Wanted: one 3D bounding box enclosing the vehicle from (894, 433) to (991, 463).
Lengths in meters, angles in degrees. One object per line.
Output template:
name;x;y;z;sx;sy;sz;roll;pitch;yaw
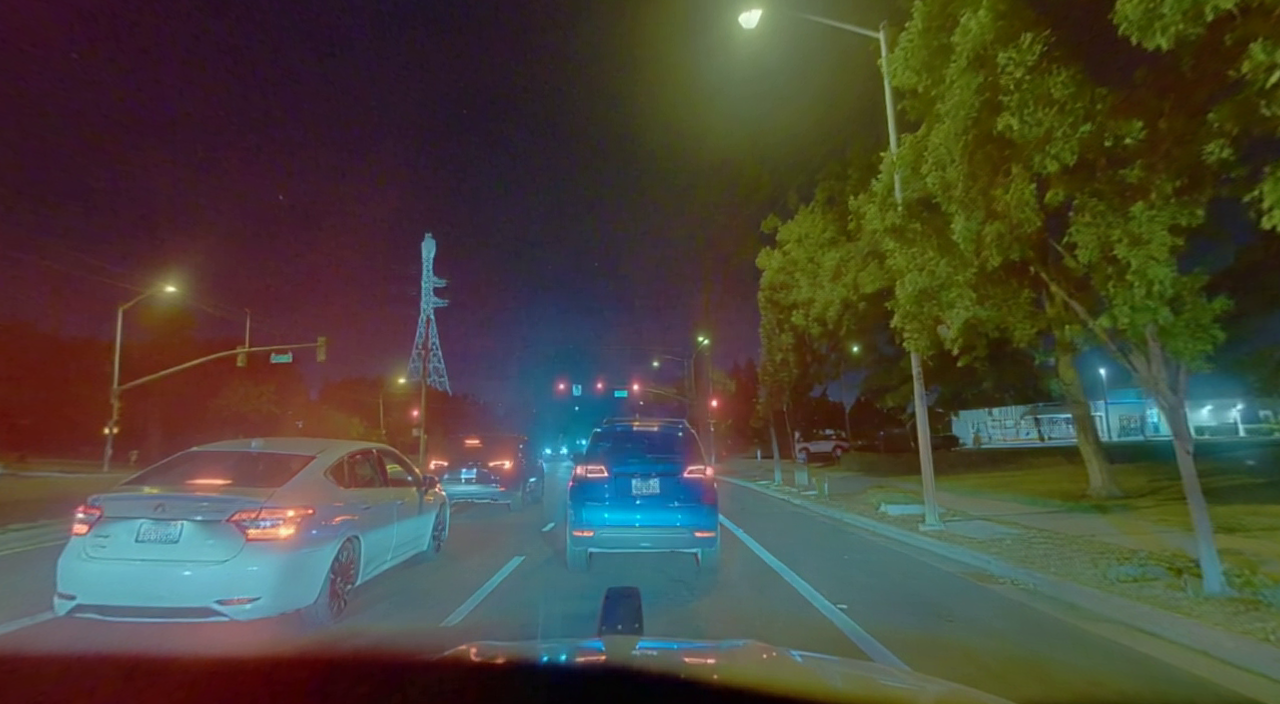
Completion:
vehicle;15.105;4.808;31.711;3.858;1.437;1.899;0;-8;-4

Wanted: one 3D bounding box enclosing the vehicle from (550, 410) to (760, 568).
vehicle;0.092;1.775;8.947;2.239;1.661;4.224;0;-8;-2

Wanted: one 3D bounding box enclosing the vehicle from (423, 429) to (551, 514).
vehicle;-3.266;2.624;14.341;1.997;1.636;3.760;0;-8;-1

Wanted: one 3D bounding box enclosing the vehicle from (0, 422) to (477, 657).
vehicle;-3.169;1.522;6.315;1.973;1.469;4.448;0;-8;-1
